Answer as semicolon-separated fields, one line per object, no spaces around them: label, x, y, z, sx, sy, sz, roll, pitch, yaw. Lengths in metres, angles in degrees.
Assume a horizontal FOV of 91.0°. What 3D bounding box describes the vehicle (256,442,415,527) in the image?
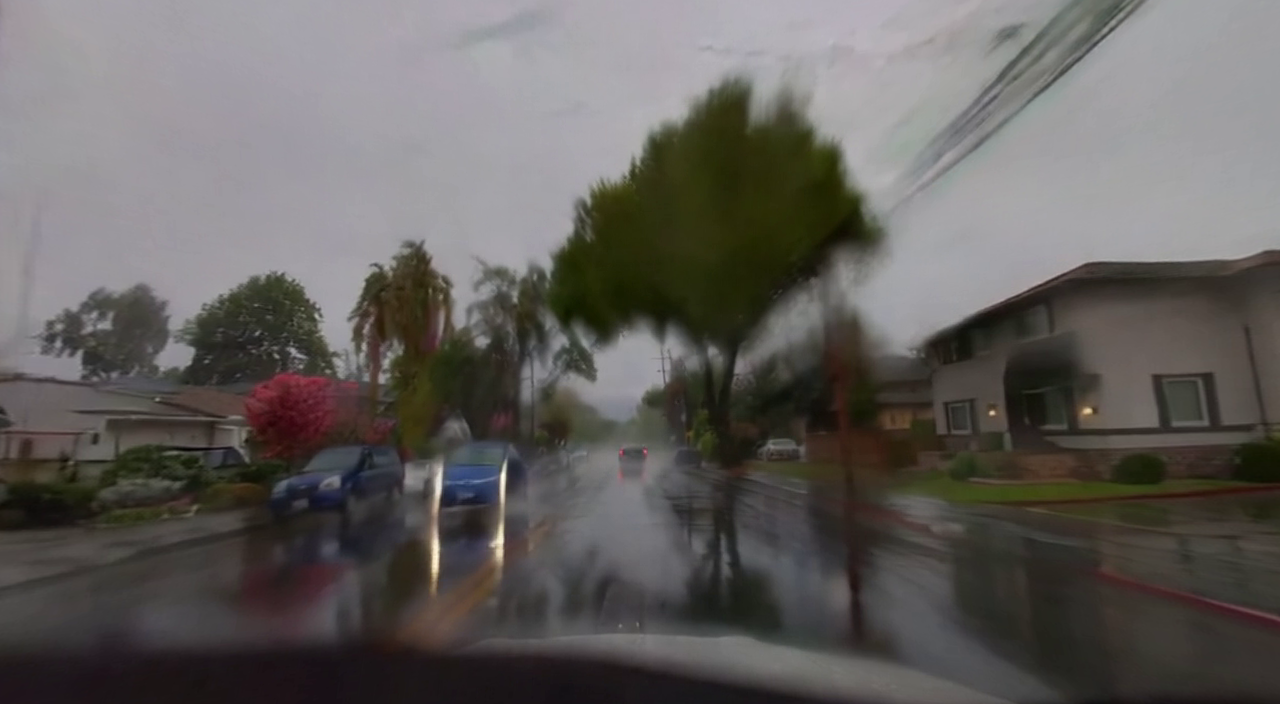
vehicle;-7.675;3.401;16.478;2.022;1.795;4.337;-3;-10;0

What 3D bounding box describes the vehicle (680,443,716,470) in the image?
vehicle;3.795;6.886;41.606;1.895;1.640;4.090;0;-9;-1

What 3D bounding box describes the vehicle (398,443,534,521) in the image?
vehicle;-3.854;2.934;14.829;2.022;1.534;4.320;0;-8;-1

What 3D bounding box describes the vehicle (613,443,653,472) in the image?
vehicle;-0.393;5.861;35.235;2.104;1.500;3.815;0;-8;-1

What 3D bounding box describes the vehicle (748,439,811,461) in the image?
vehicle;10.929;7.723;49.584;4.467;1.727;2.009;0;-9;-1
